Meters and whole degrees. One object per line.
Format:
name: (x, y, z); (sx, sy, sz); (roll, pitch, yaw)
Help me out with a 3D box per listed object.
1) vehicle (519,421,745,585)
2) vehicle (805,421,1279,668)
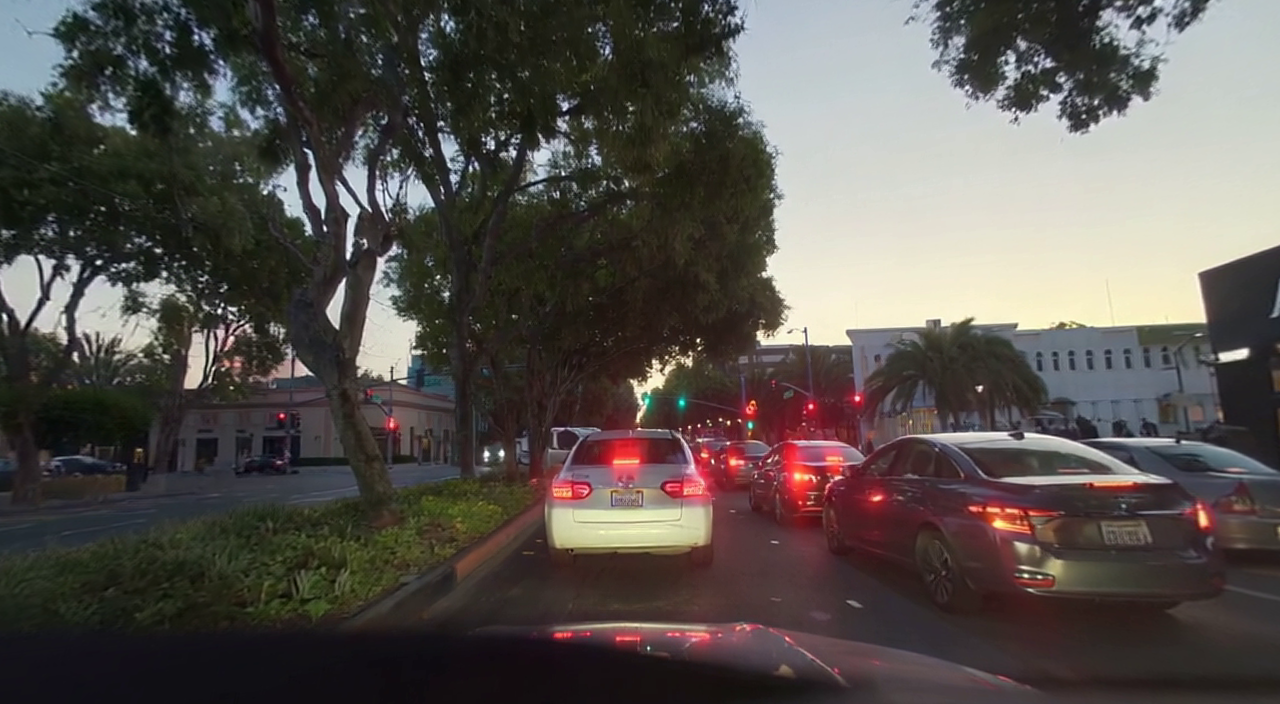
vehicle: (-0.111, 1.718, 8.007); (2.118, 1.512, 4.013); (0, -9, -1)
vehicle: (3.217, 1.495, 6.124); (1.912, 1.454, 4.537); (0, -9, -1)
